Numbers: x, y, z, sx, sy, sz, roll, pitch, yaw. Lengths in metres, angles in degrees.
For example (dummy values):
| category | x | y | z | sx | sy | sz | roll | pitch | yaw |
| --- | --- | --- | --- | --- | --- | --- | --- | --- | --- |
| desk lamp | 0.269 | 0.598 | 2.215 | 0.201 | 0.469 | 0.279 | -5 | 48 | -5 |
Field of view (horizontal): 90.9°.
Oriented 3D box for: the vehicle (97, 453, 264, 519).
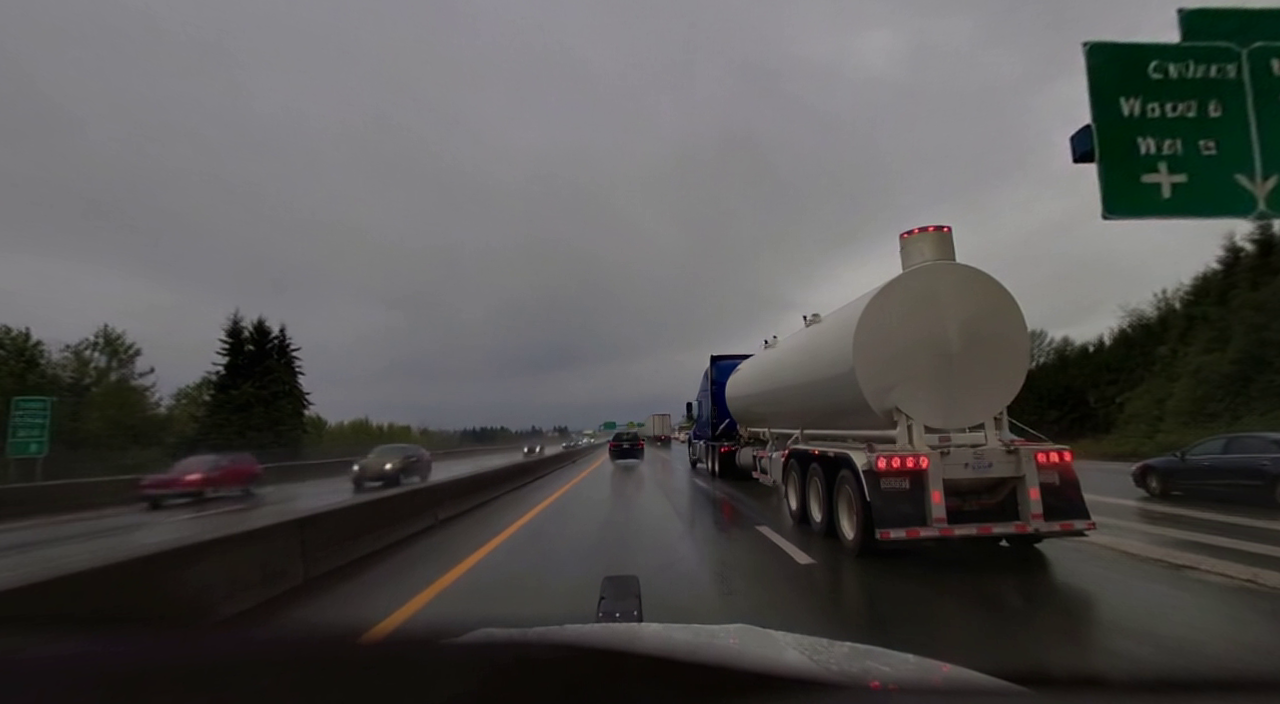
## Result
| category | x | y | z | sx | sy | sz | roll | pitch | yaw |
| --- | --- | --- | --- | --- | --- | --- | --- | --- | --- |
| vehicle | -12.799 | 3.696 | 17.951 | 1.905 | 1.541 | 4.030 | 0 | -8 | -4 |

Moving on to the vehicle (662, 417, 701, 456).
| category | x | y | z | sx | sy | sz | roll | pitch | yaw |
| --- | --- | --- | --- | --- | --- | --- | --- | --- | --- |
| vehicle | 3.133 | 6.552 | 48.820 | 2.475 | 2.782 | 4.986 | 0 | -8 | -3 |

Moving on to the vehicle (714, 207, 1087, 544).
| category | x | y | z | sx | sy | sz | roll | pitch | yaw |
| --- | --- | --- | --- | --- | --- | --- | --- | --- | --- |
| vehicle | 3.502 | 0.835 | 11.906 | 2.826 | 3.905 | 9.262 | 0 | -8 | -1 |

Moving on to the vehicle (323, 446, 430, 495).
| category | x | y | z | sx | sy | sz | roll | pitch | yaw |
| --- | --- | --- | --- | --- | --- | --- | --- | --- | --- |
| vehicle | -8.941 | 4.035 | 21.860 | 1.951 | 1.460 | 4.219 | 0 | -8 | -1 |

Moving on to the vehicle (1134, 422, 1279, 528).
| category | x | y | z | sx | sy | sz | roll | pitch | yaw |
| --- | --- | --- | --- | --- | --- | --- | --- | --- | --- |
| vehicle | 9.832 | 1.798 | 9.357 | 1.739 | 1.471 | 3.889 | 0 | -8 | -2 |

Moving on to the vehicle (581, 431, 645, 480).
| category | x | y | z | sx | sy | sz | roll | pitch | yaw |
| --- | --- | --- | --- | --- | --- | --- | --- | --- | --- |
| vehicle | -0.861 | 3.481 | 21.480 | 2.000 | 1.510 | 3.518 | 0 | -8 | 0 |
